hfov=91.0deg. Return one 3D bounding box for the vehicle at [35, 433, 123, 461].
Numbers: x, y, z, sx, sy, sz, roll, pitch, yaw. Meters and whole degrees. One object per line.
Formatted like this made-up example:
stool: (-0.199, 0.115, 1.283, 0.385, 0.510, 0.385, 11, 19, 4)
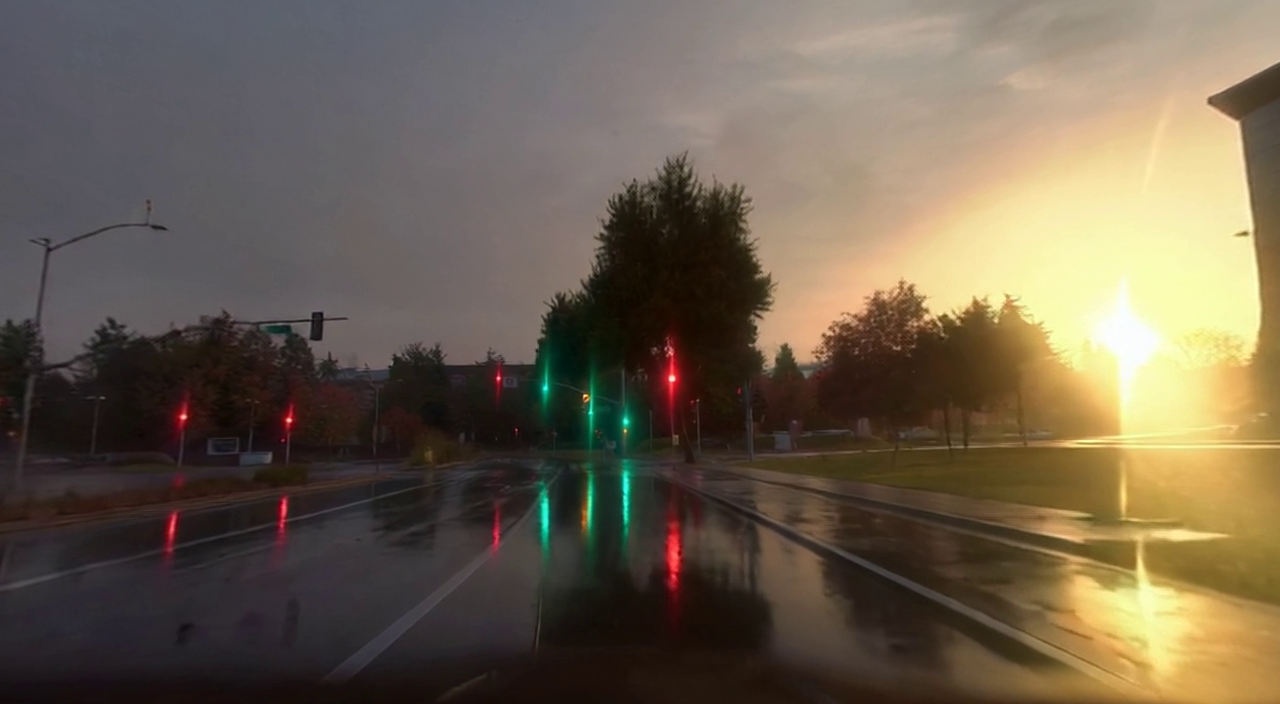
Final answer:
vehicle: (-43.637, 7.431, 49.173, 2.119, 2.013, 5.475, 1, -9, -5)
